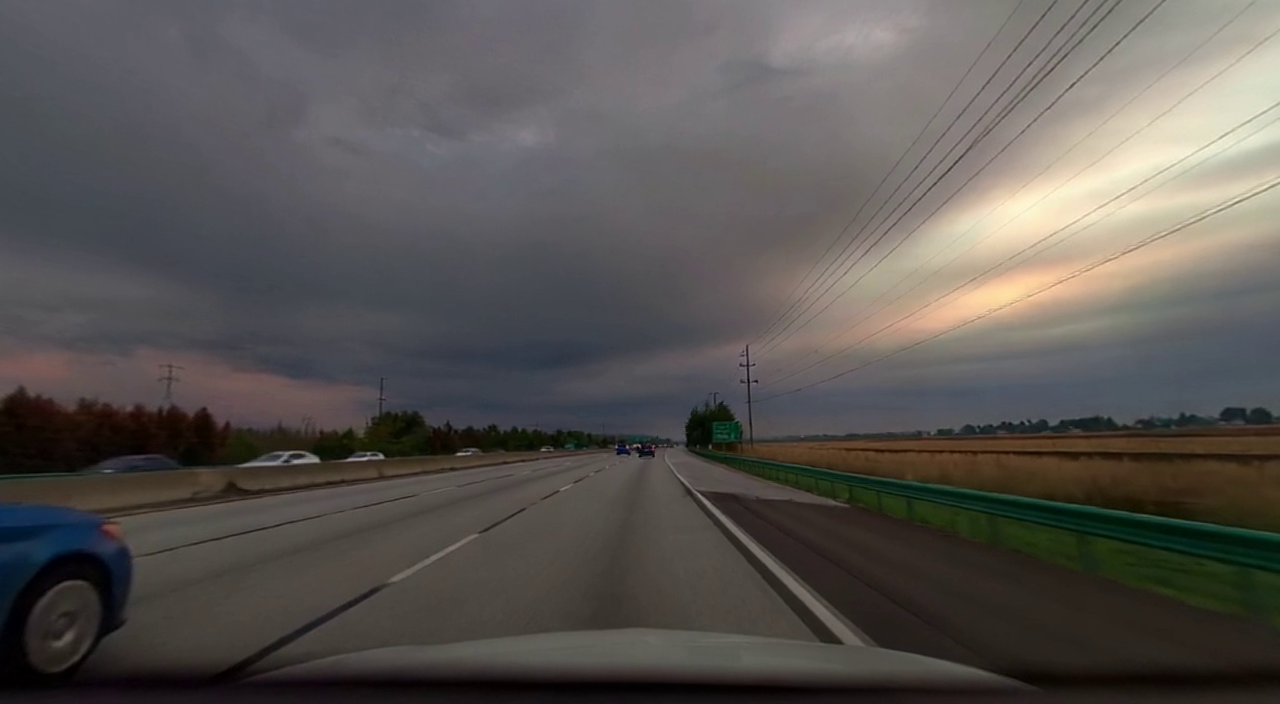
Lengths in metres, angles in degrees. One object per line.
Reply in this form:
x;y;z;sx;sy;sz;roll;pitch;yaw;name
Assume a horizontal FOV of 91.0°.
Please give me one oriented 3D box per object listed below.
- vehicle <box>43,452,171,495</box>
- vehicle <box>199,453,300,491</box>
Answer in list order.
-19.887;4.529;23.706;1.701;1.400;3.522;0;-8;0;vehicle
-16.597;5.089;27.020;1.660;1.411;4.041;0;-8;2;vehicle
